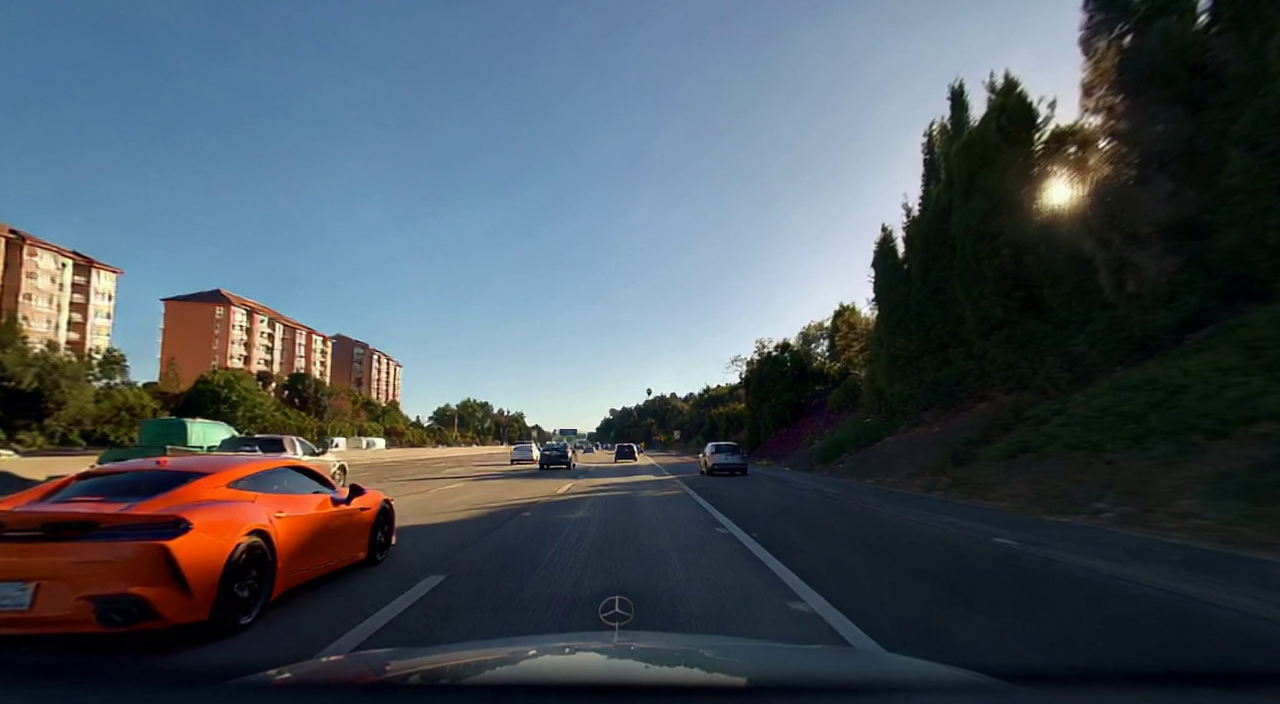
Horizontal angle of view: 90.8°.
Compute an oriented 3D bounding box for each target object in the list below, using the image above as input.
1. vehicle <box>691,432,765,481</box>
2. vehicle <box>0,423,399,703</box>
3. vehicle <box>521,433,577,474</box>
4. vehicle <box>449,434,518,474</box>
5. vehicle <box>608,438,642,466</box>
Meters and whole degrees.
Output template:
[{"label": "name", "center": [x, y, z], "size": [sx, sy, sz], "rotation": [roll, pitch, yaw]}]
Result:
[{"label": "vehicle", "center": [3.220, 3.951, 24.112], "size": [2.061, 1.658, 4.417], "rotation": [0, -8, -2]}, {"label": "vehicle", "center": [-3.933, 1.377, 5.176], "size": [2.124, 1.426, 4.444], "rotation": [0, -8, 0]}, {"label": "vehicle", "center": [-4.244, 4.839, 30.257], "size": [2.044, 1.774, 4.329], "rotation": [0, -8, 0]}, {"label": "vehicle", "center": [-7.646, 5.044, 31.433], "size": [2.086, 1.776, 5.080], "rotation": [0, -8, 0]}, {"label": "vehicle", "center": [-0.918, 6.295, 39.943], "size": [2.053, 1.650, 3.945], "rotation": [0, -8, -1]}]
